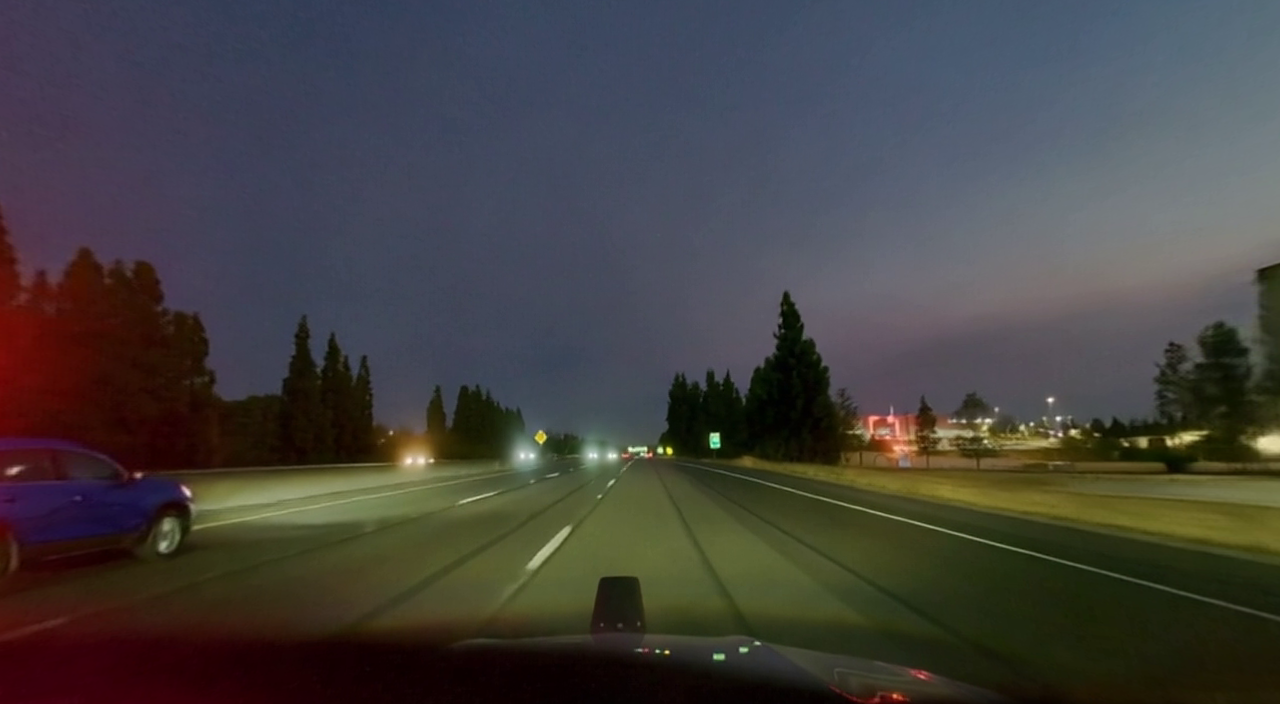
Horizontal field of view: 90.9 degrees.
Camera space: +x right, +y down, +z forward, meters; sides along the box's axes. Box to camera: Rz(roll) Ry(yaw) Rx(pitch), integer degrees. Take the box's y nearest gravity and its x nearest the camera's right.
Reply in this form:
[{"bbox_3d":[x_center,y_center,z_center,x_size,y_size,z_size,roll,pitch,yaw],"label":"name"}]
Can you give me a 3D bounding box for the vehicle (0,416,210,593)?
[{"bbox_3d":[-7.299,1.564,6.675,2.148,1.709,4.678,0,-8,1],"label":"vehicle"}]
